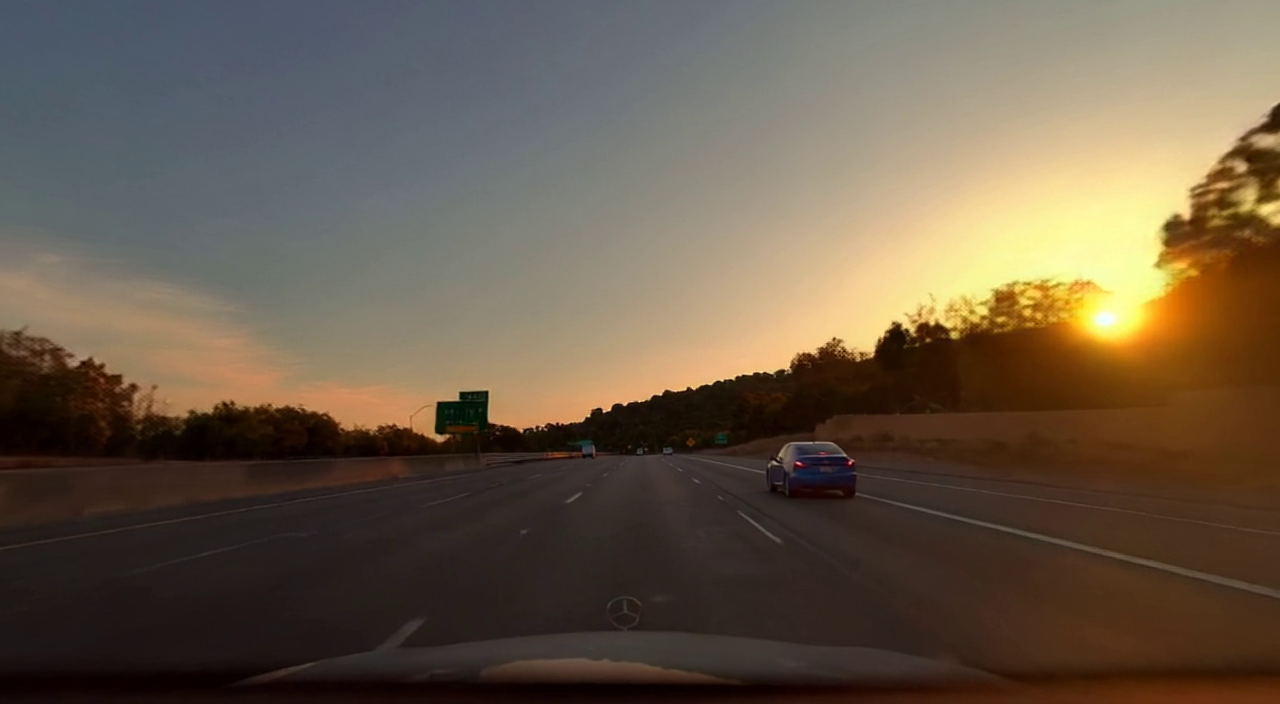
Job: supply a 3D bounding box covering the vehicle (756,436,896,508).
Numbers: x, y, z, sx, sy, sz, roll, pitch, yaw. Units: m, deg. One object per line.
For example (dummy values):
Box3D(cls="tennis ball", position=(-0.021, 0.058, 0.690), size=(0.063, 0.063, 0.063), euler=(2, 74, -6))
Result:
Box3D(cls="vehicle", position=(4.294, 2.852, 15.422), size=(2.033, 1.501, 4.398), euler=(0, -9, -1))
